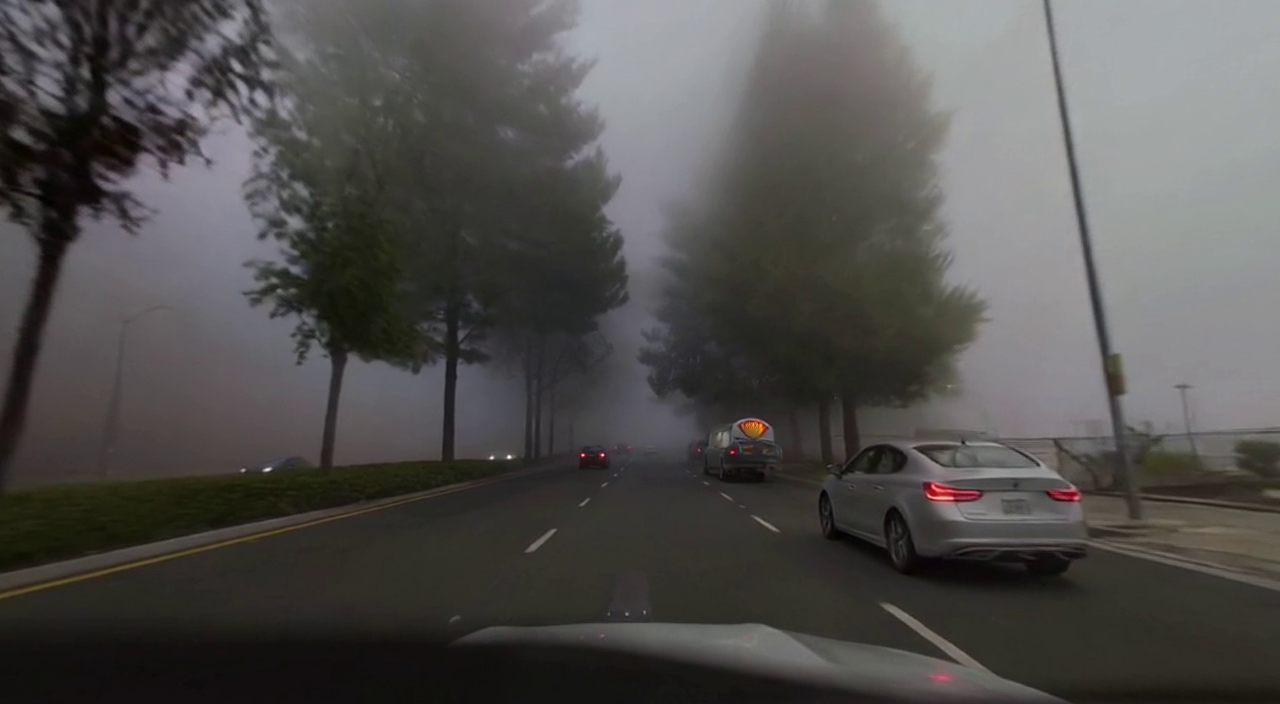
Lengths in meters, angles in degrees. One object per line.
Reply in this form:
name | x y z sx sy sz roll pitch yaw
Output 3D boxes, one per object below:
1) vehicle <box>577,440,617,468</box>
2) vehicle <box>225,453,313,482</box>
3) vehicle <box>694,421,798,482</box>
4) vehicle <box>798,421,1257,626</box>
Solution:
vehicle | -2.778 6.770 42.024 2.250 1.713 4.422 0 -8 2
vehicle | -20.926 6.523 35.817 2.222 1.472 4.563 0 -8 1
vehicle | 4.176 4.127 26.388 3.245 2.199 6.295 0 -8 0
vehicle | 3.410 1.593 6.981 2.095 1.475 4.686 0 -8 0
